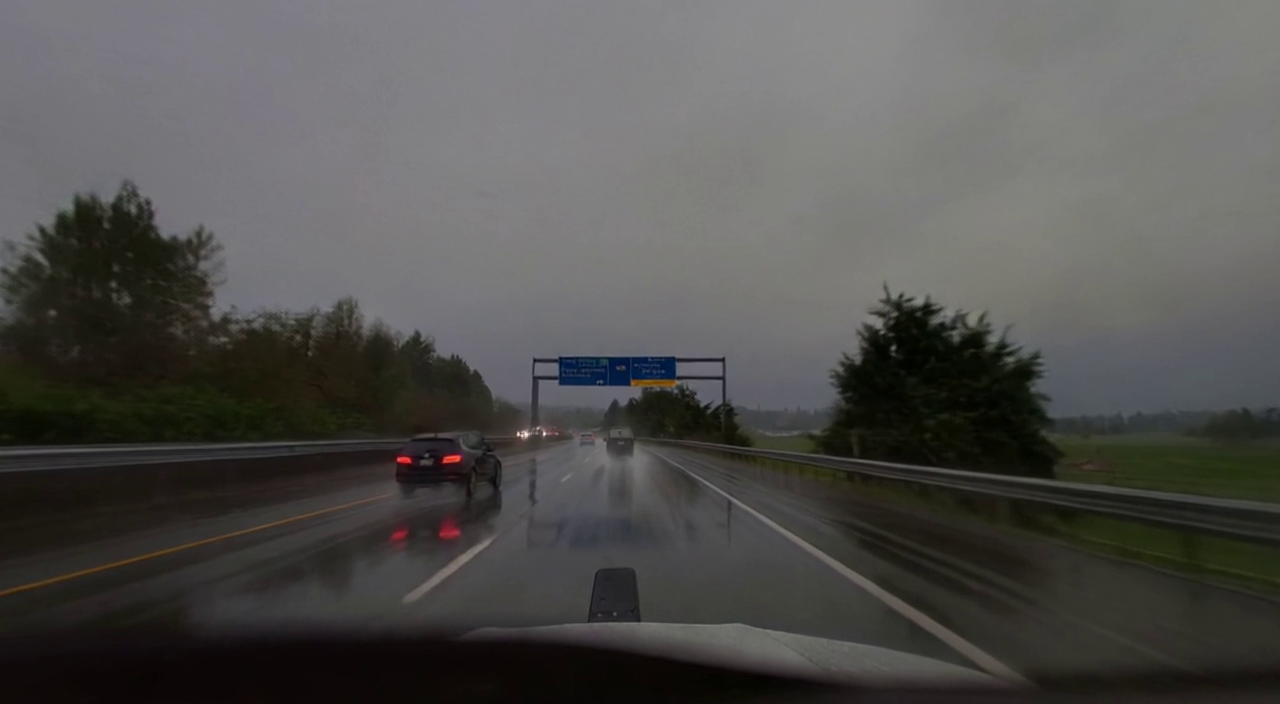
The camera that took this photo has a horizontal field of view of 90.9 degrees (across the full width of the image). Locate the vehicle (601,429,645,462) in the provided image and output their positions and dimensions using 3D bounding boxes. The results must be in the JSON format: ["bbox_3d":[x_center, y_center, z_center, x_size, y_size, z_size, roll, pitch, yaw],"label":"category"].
[{"bbox_3d":[-0.893,4.950,33.527,2.162,1.616,4.242,0,-8,-1],"label":"vehicle"}]

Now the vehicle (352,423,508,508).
[{"bbox_3d":[-4.233,2.342,13.537,1.975,1.518,4.242,0,-8,-1],"label":"vehicle"}]
